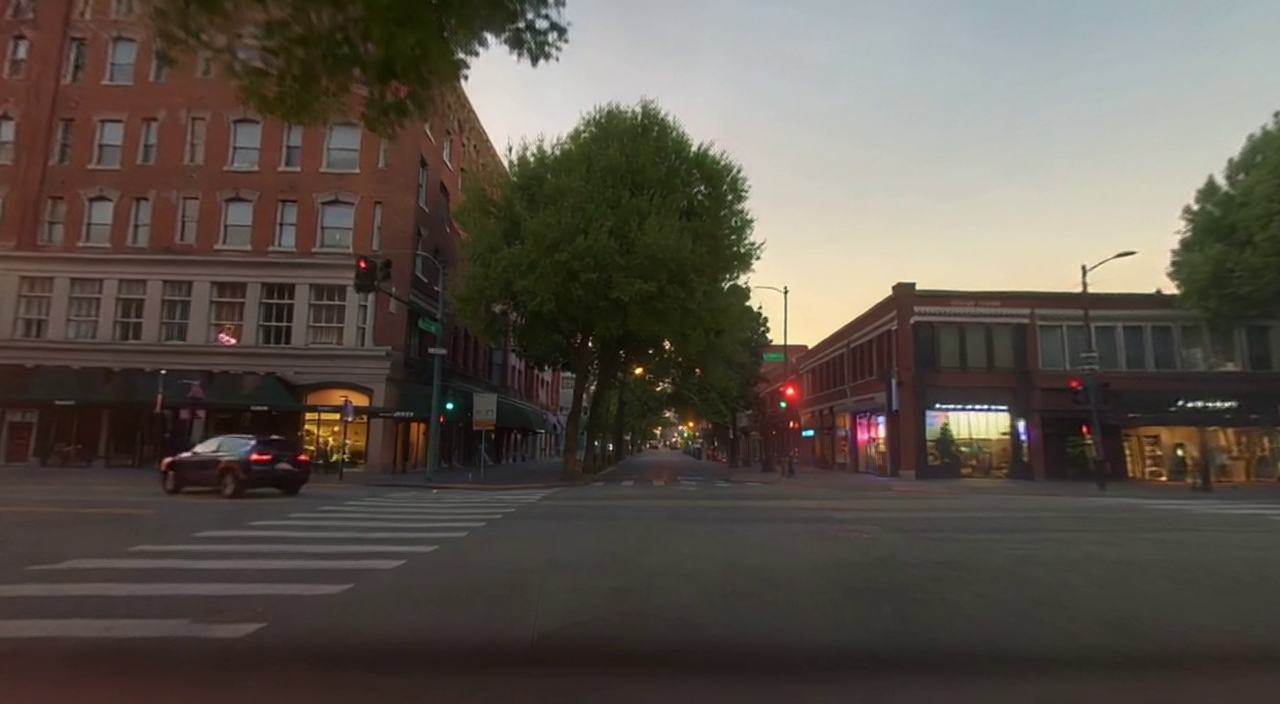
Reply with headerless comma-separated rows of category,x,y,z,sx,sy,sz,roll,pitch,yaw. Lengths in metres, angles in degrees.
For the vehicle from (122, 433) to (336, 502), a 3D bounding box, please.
vehicle,-10.069,2.778,15.542,4.459,1.482,2.106,-3,-9,21
